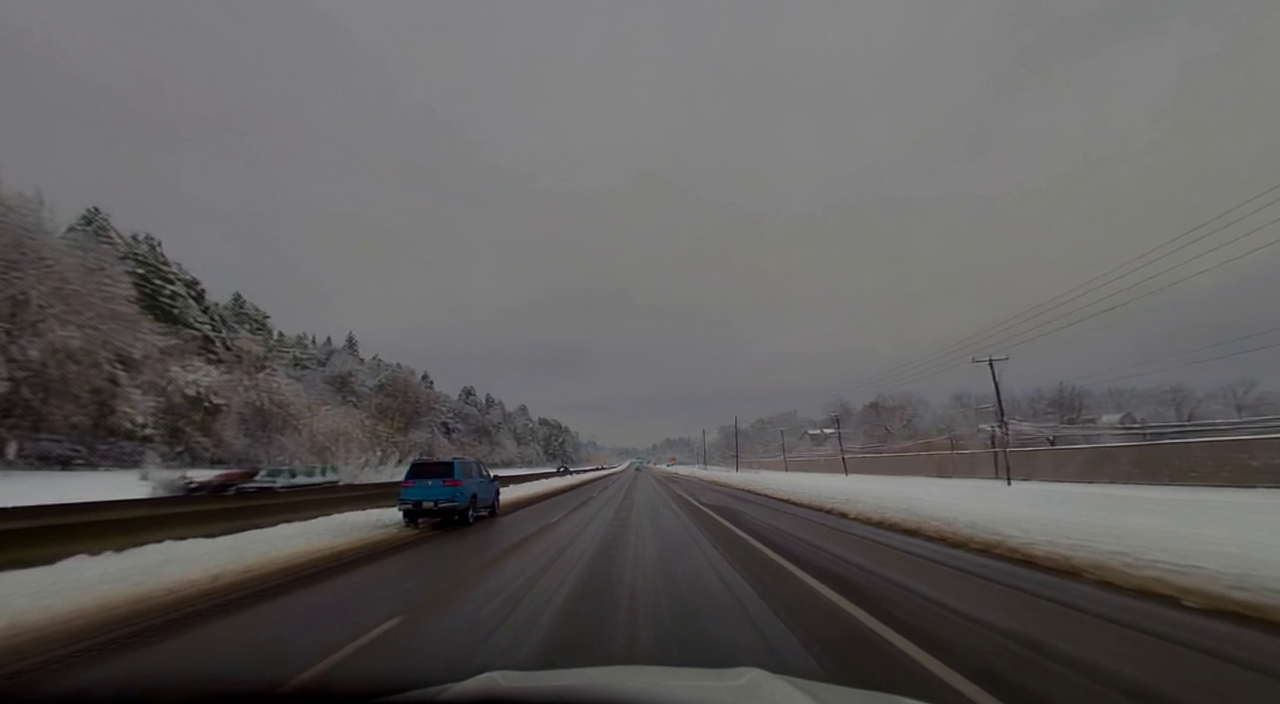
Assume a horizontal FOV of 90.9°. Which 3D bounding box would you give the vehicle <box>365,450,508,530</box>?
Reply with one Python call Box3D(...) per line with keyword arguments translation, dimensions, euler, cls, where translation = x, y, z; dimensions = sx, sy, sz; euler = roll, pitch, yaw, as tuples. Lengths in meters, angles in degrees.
Box3D(translation=(-4.462, 3.100, 14.526), dimensions=(1.914, 1.534, 4.015), euler=(1, -10, 0), cls="vehicle")
